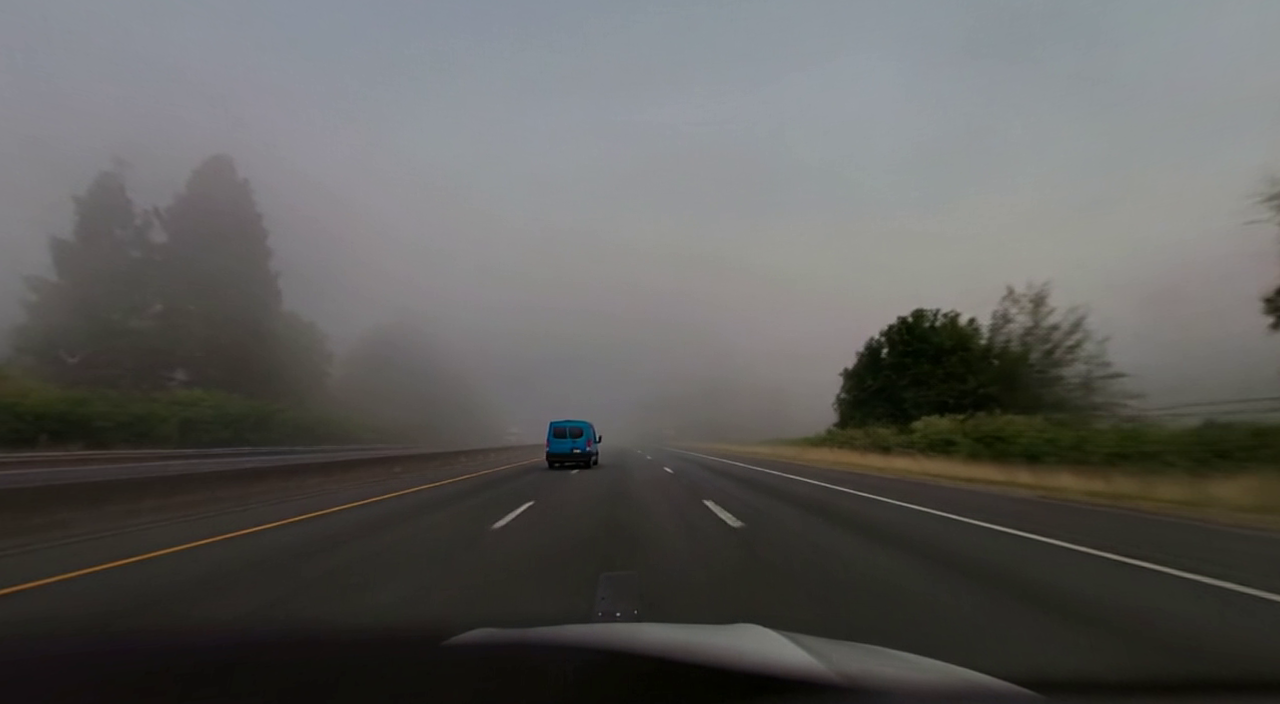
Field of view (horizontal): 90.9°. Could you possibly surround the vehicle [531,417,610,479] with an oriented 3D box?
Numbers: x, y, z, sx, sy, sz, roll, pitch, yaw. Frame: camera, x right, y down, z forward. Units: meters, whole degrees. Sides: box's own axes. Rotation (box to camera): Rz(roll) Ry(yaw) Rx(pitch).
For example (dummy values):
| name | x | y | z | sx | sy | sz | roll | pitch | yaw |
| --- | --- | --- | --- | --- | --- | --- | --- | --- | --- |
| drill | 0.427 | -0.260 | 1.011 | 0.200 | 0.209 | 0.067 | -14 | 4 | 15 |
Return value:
| name | x | y | z | sx | sy | sz | roll | pitch | yaw |
| --- | --- | --- | --- | --- | --- | --- | --- | --- | --- |
| vehicle | -2.363 | 3.429 | 22.790 | 2.297 | 2.011 | 4.736 | 0 | -8 | 0 |
